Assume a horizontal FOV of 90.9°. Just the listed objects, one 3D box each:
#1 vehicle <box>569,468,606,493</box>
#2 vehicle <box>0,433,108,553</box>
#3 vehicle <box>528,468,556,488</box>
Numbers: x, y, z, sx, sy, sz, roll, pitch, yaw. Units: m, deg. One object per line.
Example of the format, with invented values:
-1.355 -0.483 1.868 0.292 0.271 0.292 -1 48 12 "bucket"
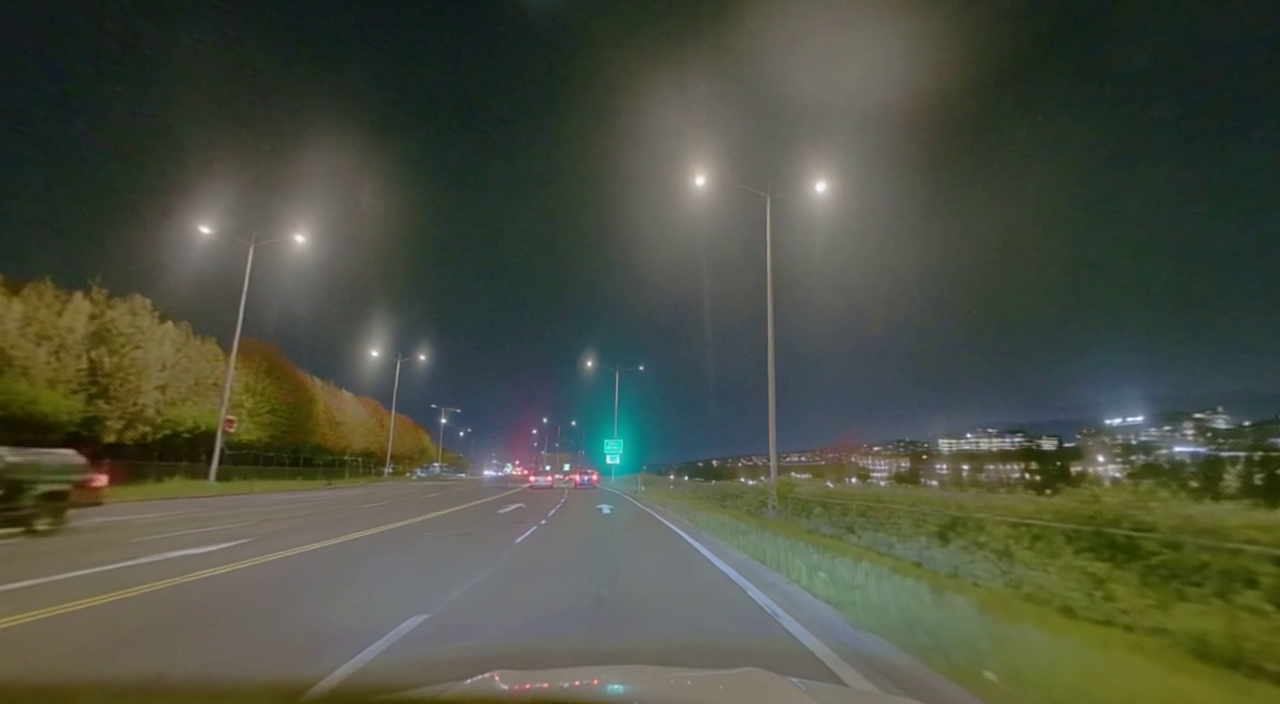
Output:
-3.571 8.541 42.014 2.129 1.471 4.258 3 -11 -8 "vehicle"
-10.057 1.869 8.324 2.183 1.665 4.498 2 -11 -3 "vehicle"
-7.770 9.957 49.960 2.030 1.441 4.806 3 -11 -8 "vehicle"
